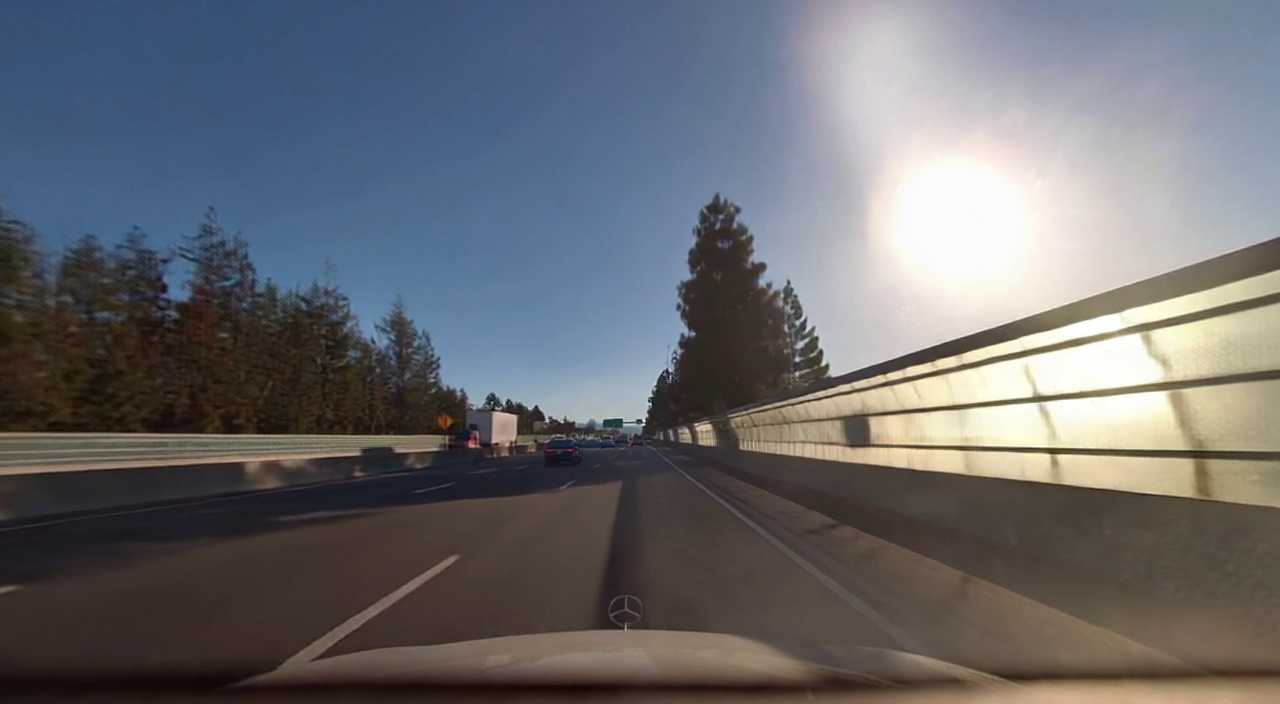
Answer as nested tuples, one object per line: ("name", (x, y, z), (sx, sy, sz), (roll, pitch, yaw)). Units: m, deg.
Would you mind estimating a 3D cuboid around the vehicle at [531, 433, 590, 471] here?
("vehicle", (-3.480, 4.463, 28.221), (2.059, 1.541, 4.296), (0, -8, 0))
